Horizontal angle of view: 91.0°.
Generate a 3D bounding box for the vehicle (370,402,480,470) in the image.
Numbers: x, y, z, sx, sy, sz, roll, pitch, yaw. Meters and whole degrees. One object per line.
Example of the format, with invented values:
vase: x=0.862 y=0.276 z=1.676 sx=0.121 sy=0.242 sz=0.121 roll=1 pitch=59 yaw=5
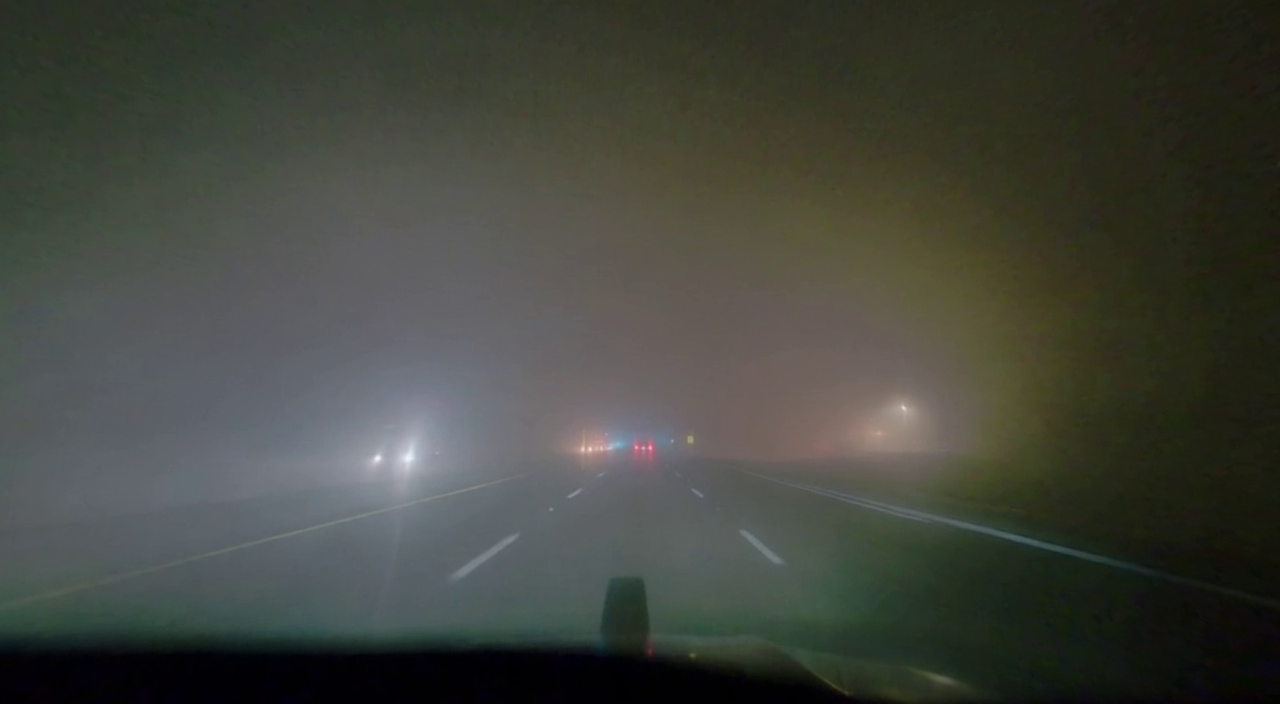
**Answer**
vehicle: x=-14.851 y=6.122 z=45.360 sx=2.953 sy=4.112 sz=14.059 roll=0 pitch=-8 yaw=0
